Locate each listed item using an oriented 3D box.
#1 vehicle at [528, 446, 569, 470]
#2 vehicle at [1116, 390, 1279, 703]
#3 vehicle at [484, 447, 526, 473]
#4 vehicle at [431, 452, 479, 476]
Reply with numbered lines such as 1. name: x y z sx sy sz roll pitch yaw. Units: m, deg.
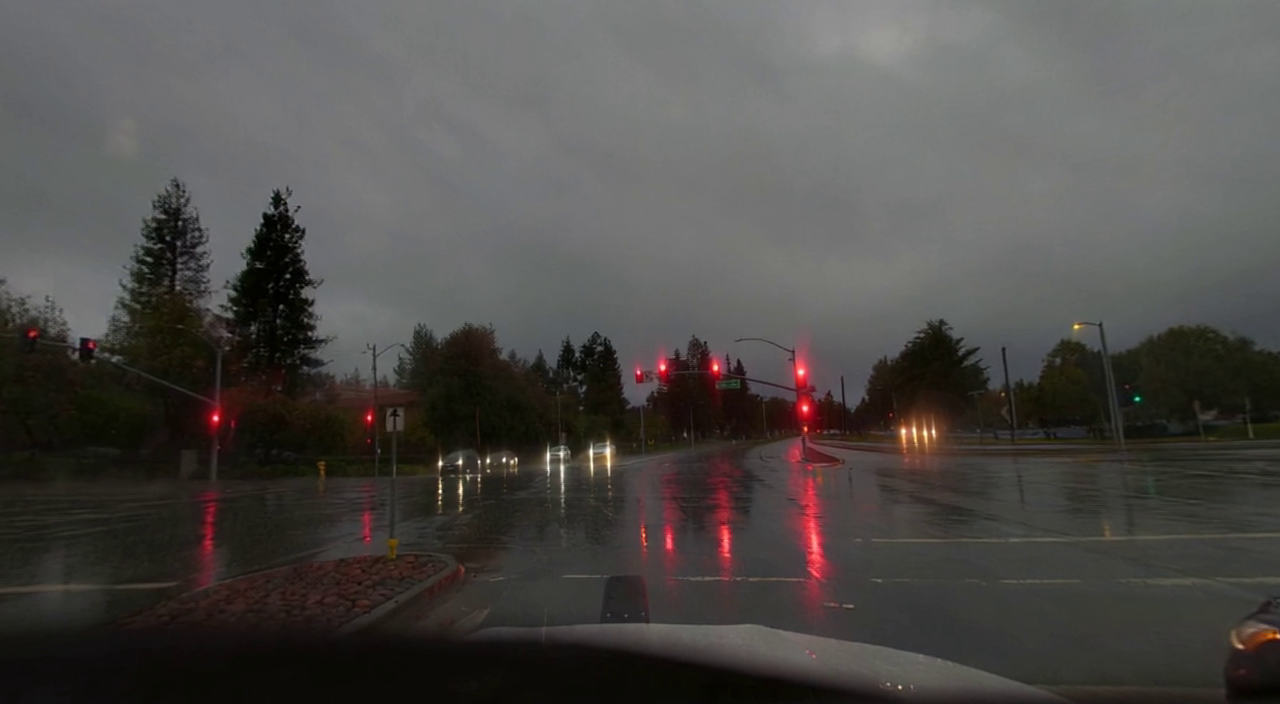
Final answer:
1. vehicle: -6.556 7.612 45.508 2.126 1.657 4.307 -1 -9 2
2. vehicle: 3.058 0.617 0.432 1.978 1.468 4.544 0 -9 1
3. vehicle: -9.791 7.840 45.944 2.064 1.725 4.243 0 -9 1
4. vehicle: -13.409 8.119 45.994 2.101 1.637 4.304 0 -9 1
